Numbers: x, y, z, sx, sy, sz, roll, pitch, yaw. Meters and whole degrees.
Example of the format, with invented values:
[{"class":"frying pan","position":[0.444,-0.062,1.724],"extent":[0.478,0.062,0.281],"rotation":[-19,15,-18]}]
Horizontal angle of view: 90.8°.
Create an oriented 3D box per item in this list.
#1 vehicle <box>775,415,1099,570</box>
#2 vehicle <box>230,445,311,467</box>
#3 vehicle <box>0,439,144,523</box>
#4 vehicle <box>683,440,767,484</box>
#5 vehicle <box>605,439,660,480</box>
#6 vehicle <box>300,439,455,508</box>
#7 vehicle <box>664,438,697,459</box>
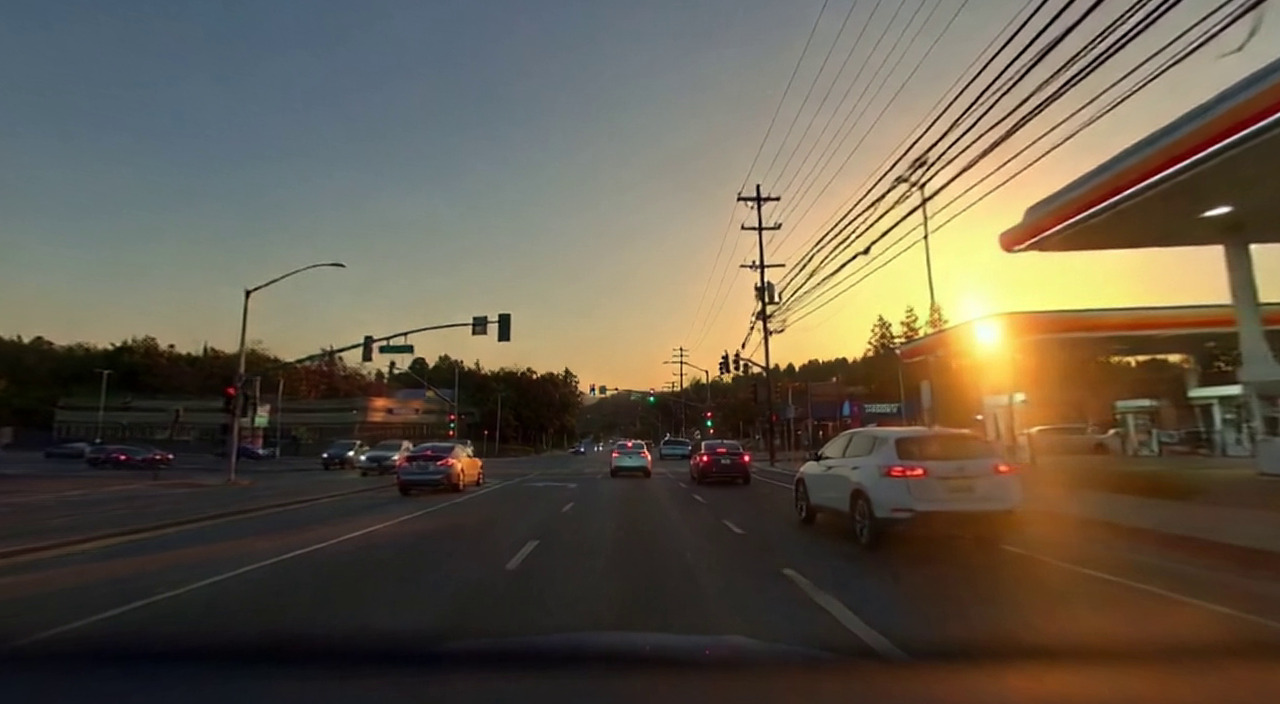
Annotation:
[{"class":"vehicle","position":[3.793,1.889,9.341],"extent":[2.452,1.682,4.565],"rotation":[0,-8,-2]},{"class":"vehicle","position":[-27.355,7.704,46.868],"extent":[4.635,1.525,2.111],"rotation":[0,-8,0]},{"class":"vehicle","position":[-14.363,2.928,14.682],"extent":[1.937,1.745,4.540],"rotation":[-1,-8,0]},{"class":"vehicle","position":[2.989,3.975,23.236],"extent":[2.208,1.436,4.542],"rotation":[0,-8,-3]},{"class":"vehicle","position":[-0.329,4.298,25.563],"extent":[2.065,1.484,3.894],"rotation":[0,-8,-1]},{"class":"vehicle","position":[-6.356,2.958,15.943],"extent":[2.075,1.470,4.190],"rotation":[-1,-8,1]},{"class":"vehicle","position":[2.957,7.177,47.122],"extent":[1.971,1.477,4.121],"rotation":[0,-8,-2]}]
